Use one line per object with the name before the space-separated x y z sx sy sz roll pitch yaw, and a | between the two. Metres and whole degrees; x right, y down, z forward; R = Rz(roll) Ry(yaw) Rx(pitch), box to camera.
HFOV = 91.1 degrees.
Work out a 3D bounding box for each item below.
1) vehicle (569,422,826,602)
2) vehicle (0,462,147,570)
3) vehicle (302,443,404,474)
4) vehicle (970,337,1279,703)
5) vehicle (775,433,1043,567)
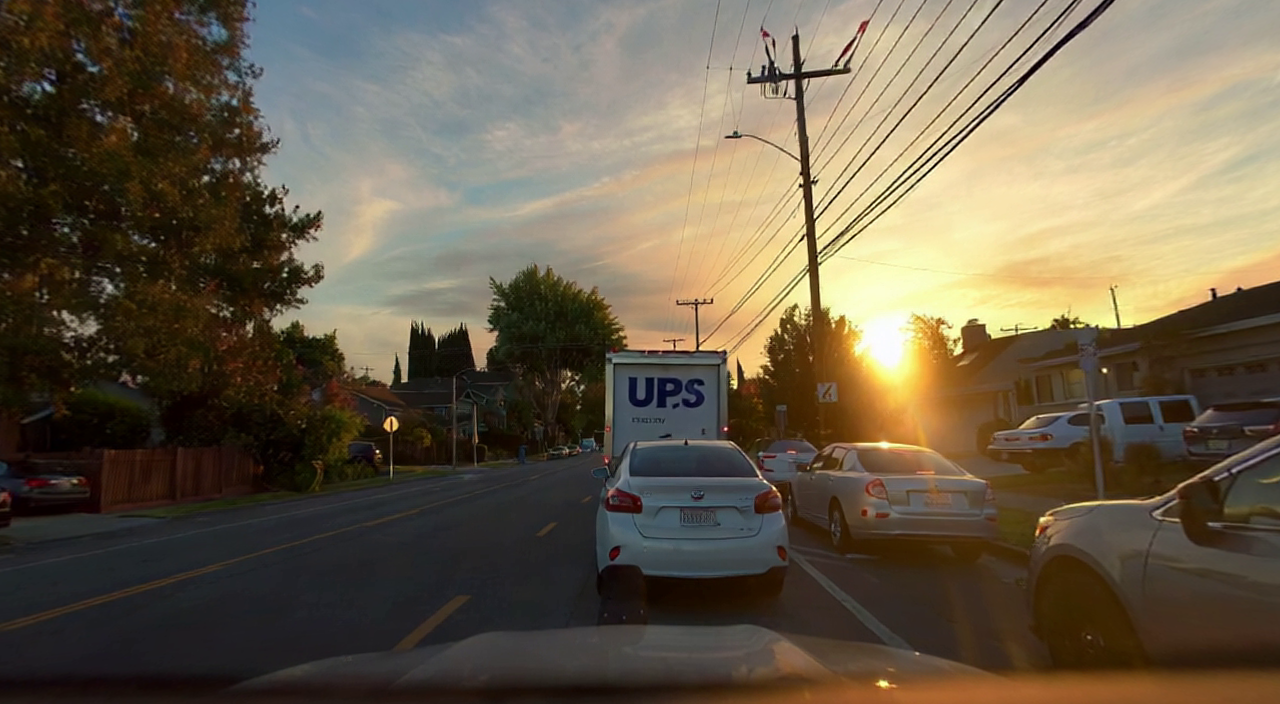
vehicle | 0.481 1.679 7.543 2.158 1.499 4.377 0 -8 0
vehicle | -10.351 2.485 9.477 1.925 1.482 4.753 0 -8 0
vehicle | -17.430 6.474 38.304 5.274 1.793 1.921 0 -8 3
vehicle | 3.310 0.770 1.922 2.069 1.722 4.888 0 -8 2
vehicle | 3.509 2.001 9.343 1.993 1.479 4.487 0 -8 0
